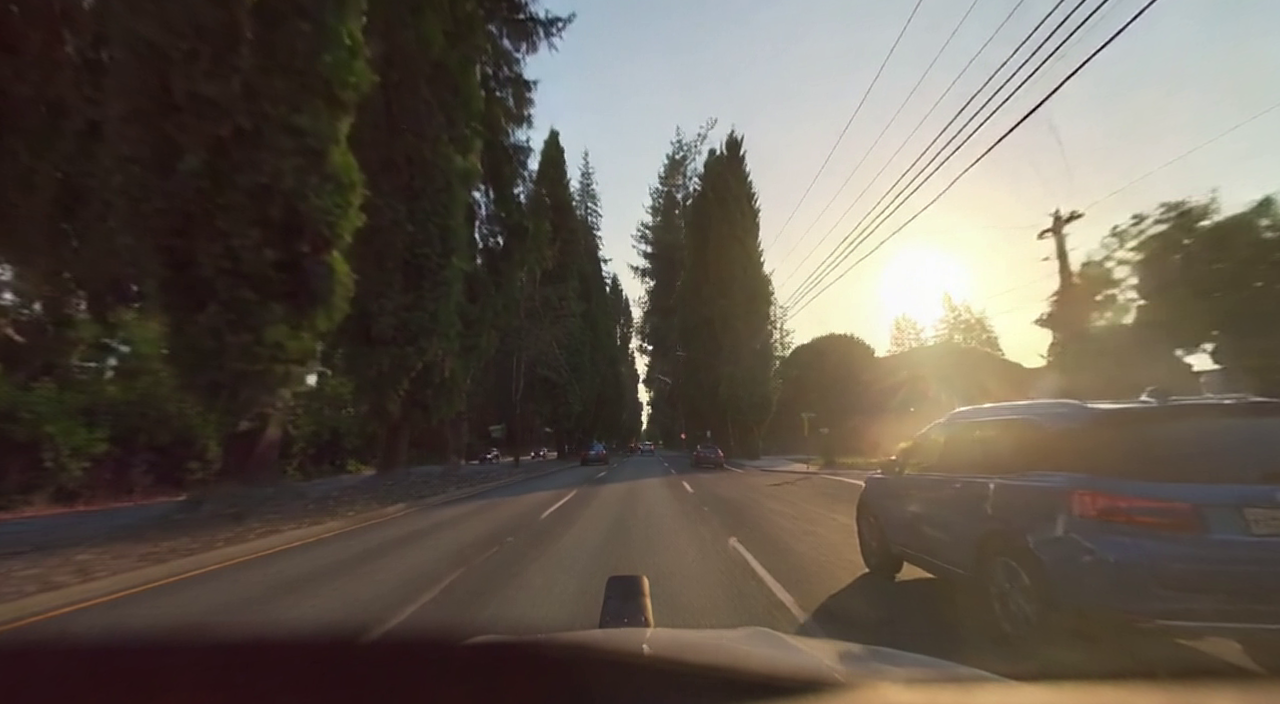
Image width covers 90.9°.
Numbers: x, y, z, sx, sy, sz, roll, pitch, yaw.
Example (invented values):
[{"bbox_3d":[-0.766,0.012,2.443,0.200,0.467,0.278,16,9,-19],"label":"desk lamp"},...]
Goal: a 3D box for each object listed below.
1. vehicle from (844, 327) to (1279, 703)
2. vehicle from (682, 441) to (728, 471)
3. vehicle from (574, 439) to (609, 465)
[{"bbox_3d":[3.294,1.088,4.470,2.182,1.744,4.464,0,-8,0],"label":"vehicle"},{"bbox_3d":[3.355,5.460,33.407,1.906,1.468,4.422,0,-8,-1],"label":"vehicle"},{"bbox_3d":[-3.393,7.027,44.606,2.066,1.725,4.241,0,-8,1],"label":"vehicle"}]
